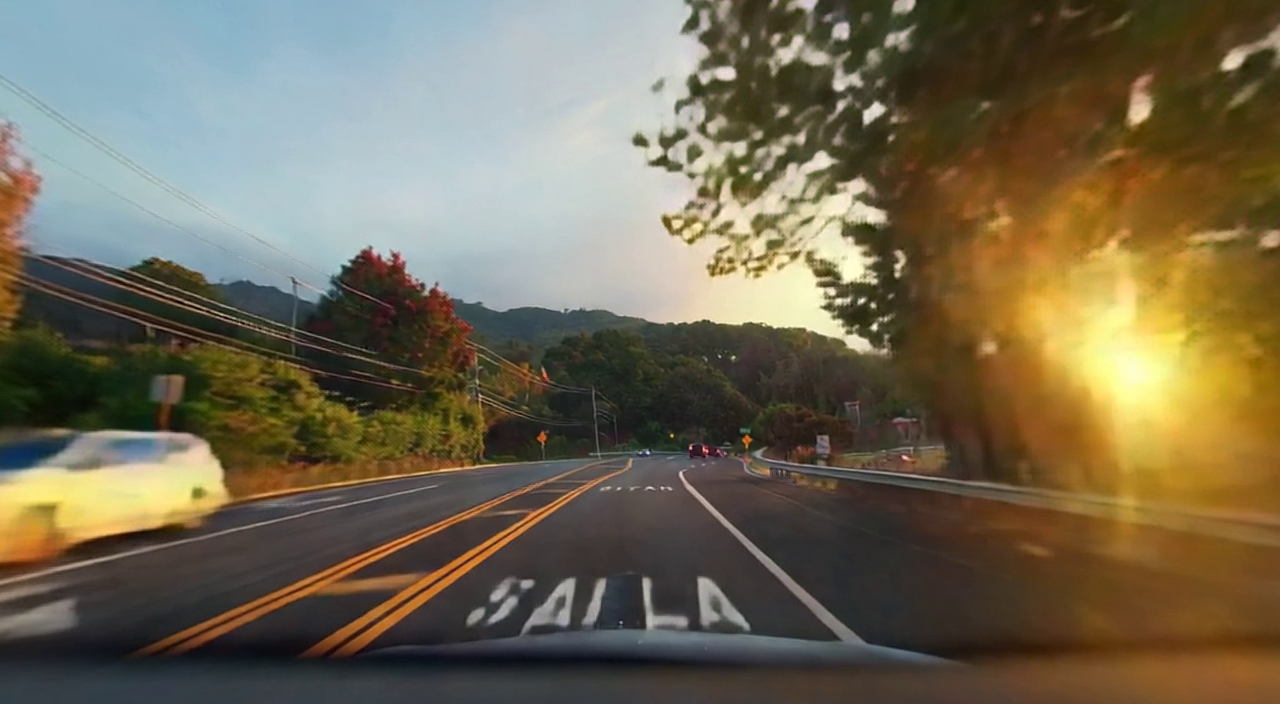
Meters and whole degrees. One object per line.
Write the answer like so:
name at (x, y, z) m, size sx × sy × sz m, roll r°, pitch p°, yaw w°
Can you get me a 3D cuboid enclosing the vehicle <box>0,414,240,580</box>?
vehicle at (-7.657, 1.765, 8.324) m, size 2.056 × 1.677 × 4.282 m, roll 0°, pitch -9°, yaw -2°
